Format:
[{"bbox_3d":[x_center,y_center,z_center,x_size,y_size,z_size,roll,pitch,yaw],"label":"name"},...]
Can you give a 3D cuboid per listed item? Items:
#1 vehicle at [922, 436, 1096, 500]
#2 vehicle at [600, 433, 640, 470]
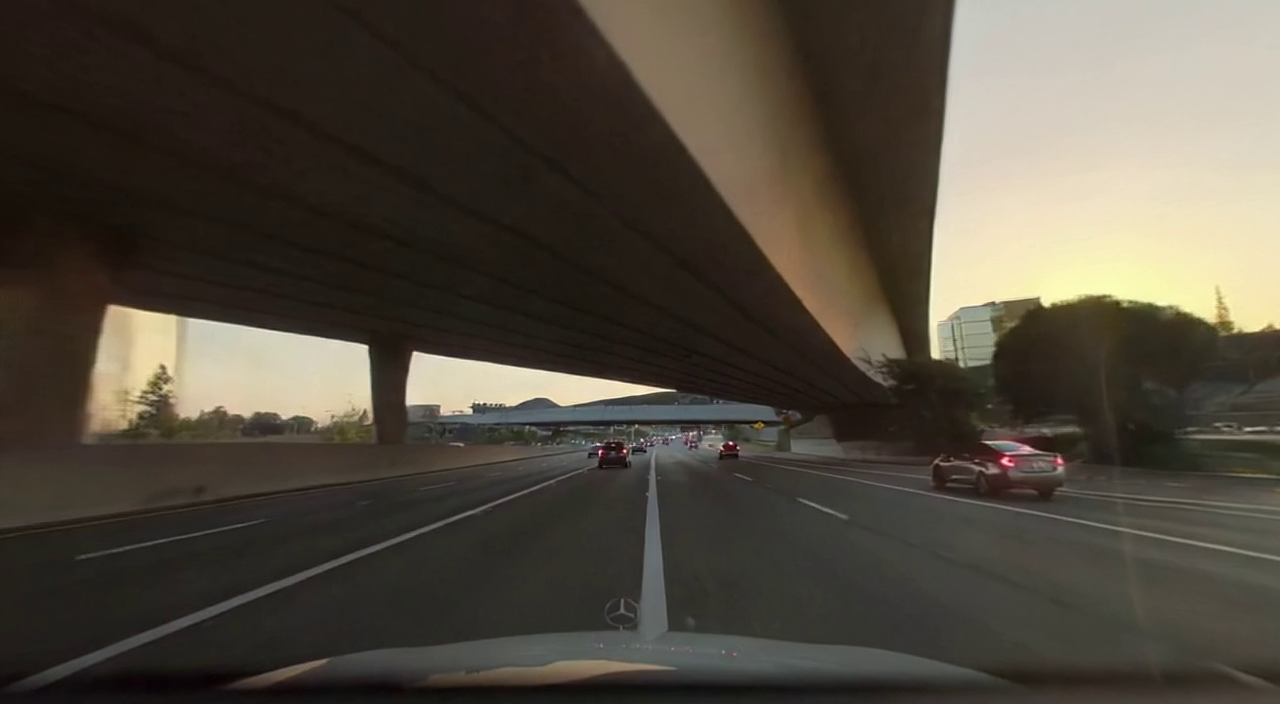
[{"bbox_3d":[9.427,2.981,16.687,1.900,1.432,4.519,0,-8,1],"label":"vehicle"},{"bbox_3d":[-0.988,5.334,34.019,1.893,1.827,4.513,0,-9,1],"label":"vehicle"}]
